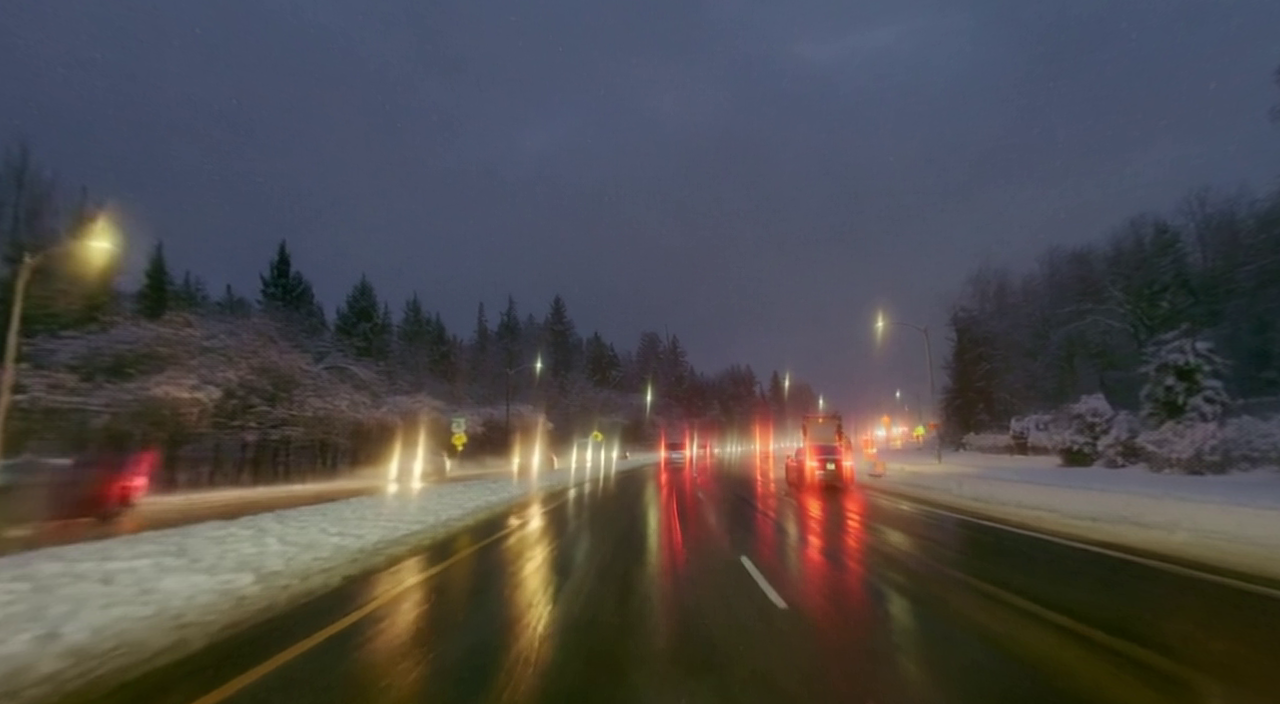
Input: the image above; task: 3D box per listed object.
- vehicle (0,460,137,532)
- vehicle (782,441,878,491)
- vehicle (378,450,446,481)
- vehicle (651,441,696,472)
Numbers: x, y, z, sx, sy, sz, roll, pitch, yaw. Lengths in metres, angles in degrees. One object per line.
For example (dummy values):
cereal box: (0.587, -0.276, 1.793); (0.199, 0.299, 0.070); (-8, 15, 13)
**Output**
vehicle: (-14.794, 3.288, 14.584); (2.205, 1.446, 4.840); (-1, -9, 3)
vehicle: (6.065, 3.679, 20.735); (2.044, 1.474, 4.083); (-1, -9, 3)
vehicle: (-13.633, 6.779, 38.050); (1.930, 1.721, 4.599); (-1, -9, 7)
vehicle: (2.006, 6.031, 36.603); (2.201, 1.676, 4.541); (-1, -9, 7)
